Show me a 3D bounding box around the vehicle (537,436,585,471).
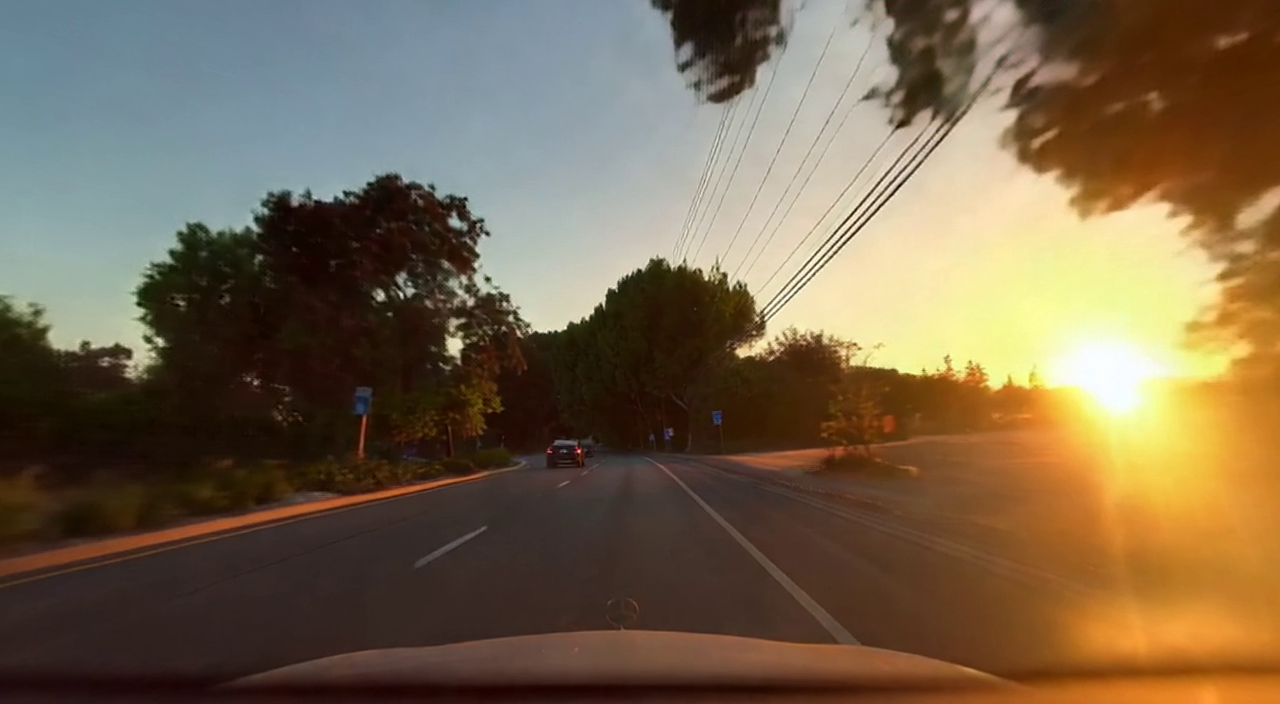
[{"bbox_3d":[-4.566,5.921,37.192,2.246,1.885,5.275,0,-8,-1],"label":"vehicle"}]
